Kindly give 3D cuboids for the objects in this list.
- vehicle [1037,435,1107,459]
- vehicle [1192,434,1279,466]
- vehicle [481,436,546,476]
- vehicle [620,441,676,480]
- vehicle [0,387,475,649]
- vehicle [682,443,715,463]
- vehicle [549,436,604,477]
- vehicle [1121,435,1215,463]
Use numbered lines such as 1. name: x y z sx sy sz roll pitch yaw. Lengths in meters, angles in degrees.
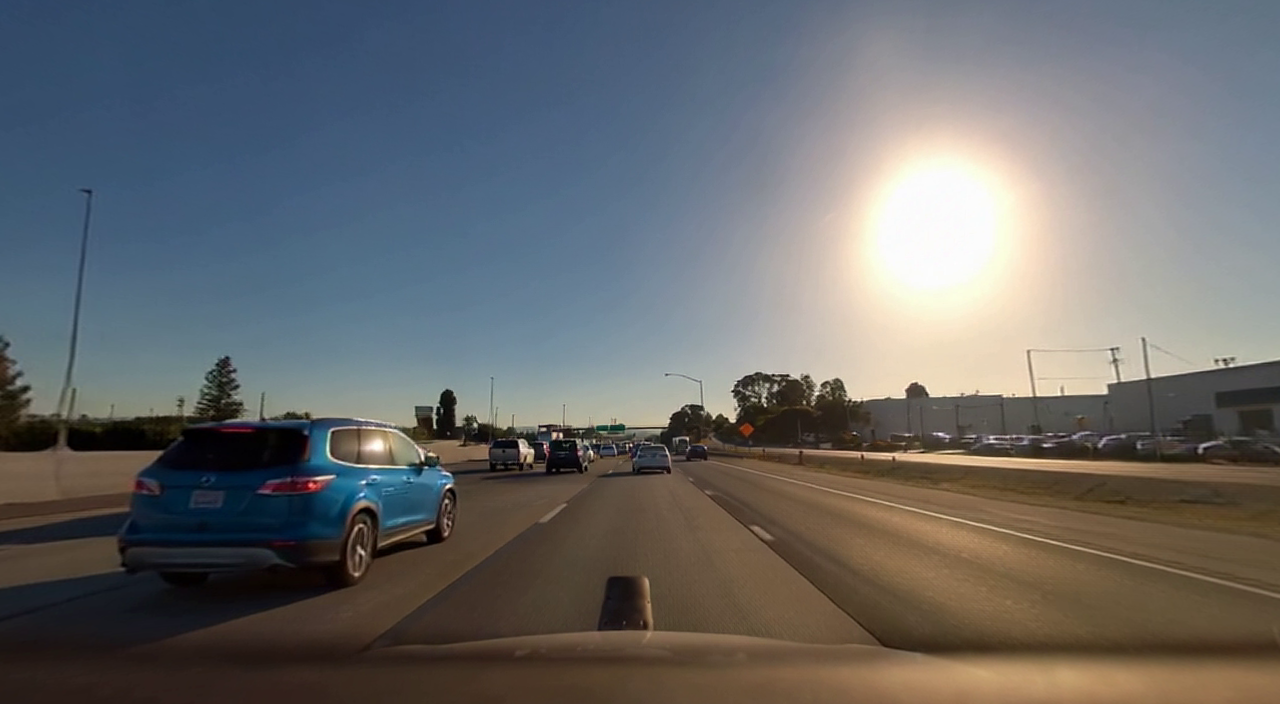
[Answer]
1. vehicle: 30.402 6.694 44.540 1.843 1.626 4.378 0 -8 1
2. vehicle: 30.021 4.824 31.217 1.743 1.467 4.058 0 -8 2
3. vehicle: -6.129 5.097 31.182 2.125 1.804 4.864 0 -8 1
4. vehicle: 0.324 4.382 25.781 2.090 1.474 3.970 0 -8 0
5. vehicle: -3.290 1.399 6.388 1.961 1.687 4.453 0 -8 1
6. vehicle: 4.412 7.668 48.051 1.980 1.492 4.442 0 -8 -1
7. vehicle: -2.845 4.806 29.234 2.007 1.730 4.412 0 -8 1
8. vehicle: 30.104 5.541 36.144 1.749 1.454 4.210 0 -8 0
